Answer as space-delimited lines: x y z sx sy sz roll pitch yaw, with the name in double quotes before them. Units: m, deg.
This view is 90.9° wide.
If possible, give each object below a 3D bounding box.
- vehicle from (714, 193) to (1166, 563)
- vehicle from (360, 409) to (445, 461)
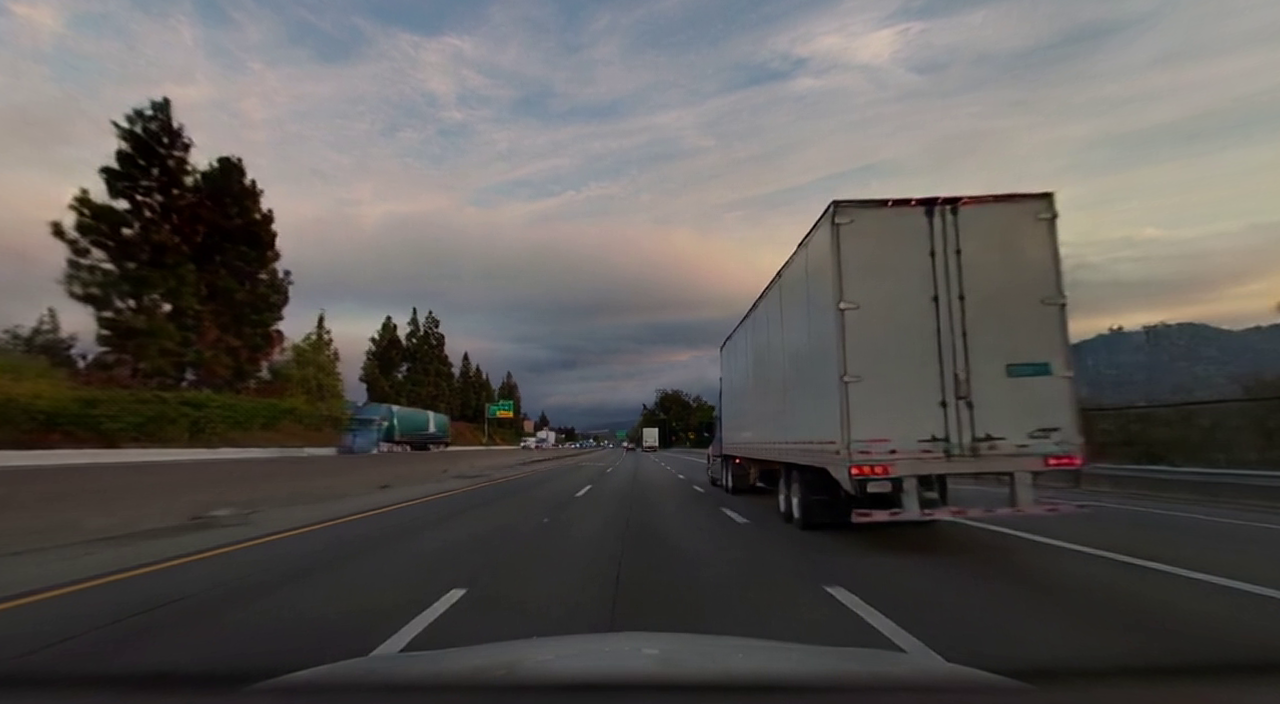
"vehicle" 4.134 1.252 14.170 3.323 4.262 14.056 0 -9 0
"vehicle" -15.535 5.585 41.881 2.626 3.136 7.570 0 -9 0
